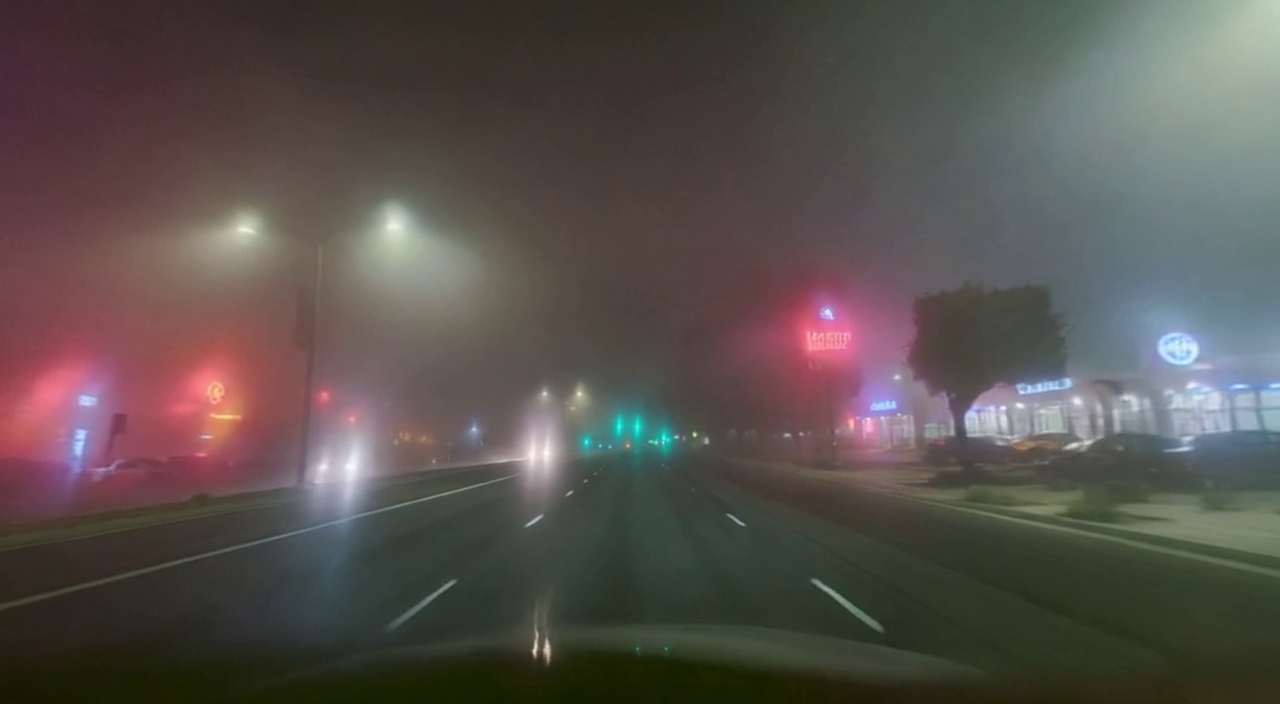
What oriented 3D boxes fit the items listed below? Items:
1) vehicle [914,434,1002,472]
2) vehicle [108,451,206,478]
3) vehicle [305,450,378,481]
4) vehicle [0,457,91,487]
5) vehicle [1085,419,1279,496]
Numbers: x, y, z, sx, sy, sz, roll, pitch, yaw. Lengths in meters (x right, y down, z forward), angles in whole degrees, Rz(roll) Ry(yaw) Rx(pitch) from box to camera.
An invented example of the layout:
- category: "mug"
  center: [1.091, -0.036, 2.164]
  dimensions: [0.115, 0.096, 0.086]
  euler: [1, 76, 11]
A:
- category: "vehicle"
  center: [15.255, 4.870, 30.619]
  dimensions: [1.881, 1.664, 4.658]
  euler: [0, -9, 1]
- category: "vehicle"
  center: [-31.041, 7.231, 40.704]
  dimensions: [4.528, 1.666, 2.077]
  euler: [0, -9, -2]
- category: "vehicle"
  center: [-16.001, 6.064, 34.127]
  dimensions: [1.872, 1.505, 4.296]
  euler: [0, -9, 0]
- category: "vehicle"
  center: [-31.332, 6.150, 32.395]
  dimensions: [4.593, 1.433, 1.711]
  euler: [0, -9, -2]
- category: "vehicle"
  center: [13.352, 2.419, 14.717]
  dimensions: [4.386, 1.570, 2.043]
  euler: [-1, -9, -2]
